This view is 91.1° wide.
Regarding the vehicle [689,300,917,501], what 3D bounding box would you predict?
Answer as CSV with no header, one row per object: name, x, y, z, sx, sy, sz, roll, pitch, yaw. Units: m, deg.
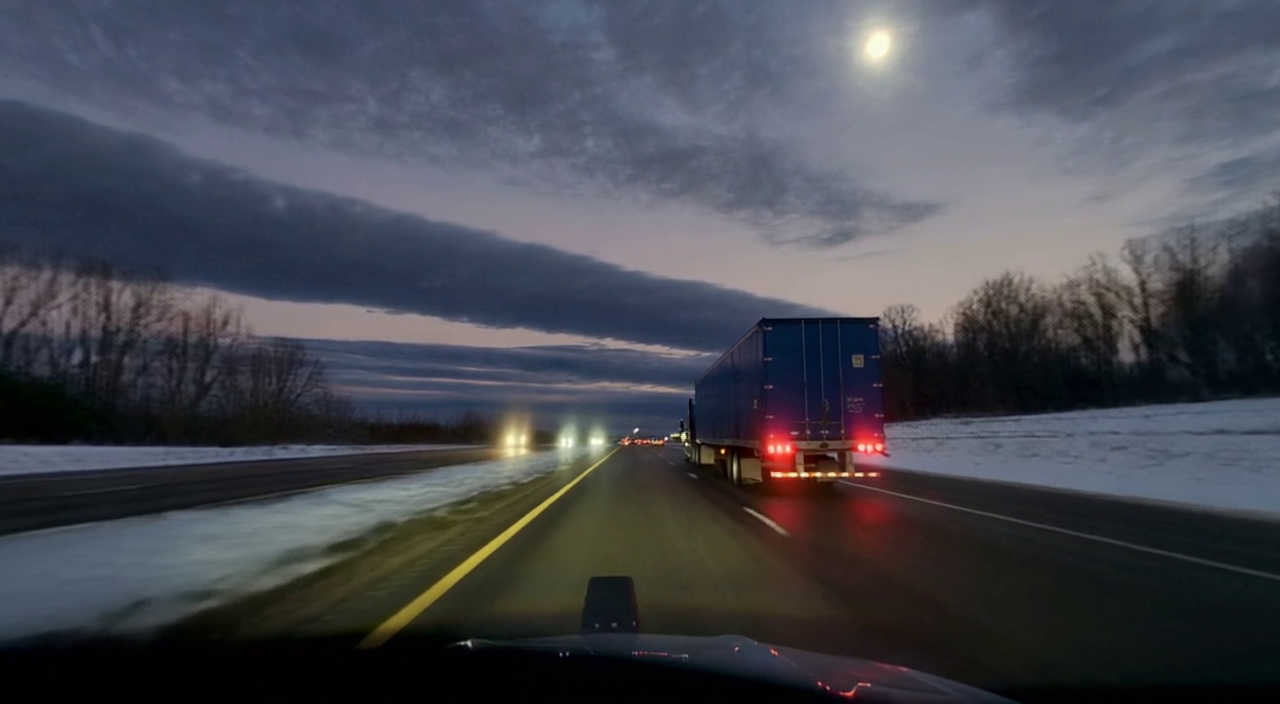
vehicle,4.094,2.159,21.910,3.203,4.273,17.131,0,-8,-1
